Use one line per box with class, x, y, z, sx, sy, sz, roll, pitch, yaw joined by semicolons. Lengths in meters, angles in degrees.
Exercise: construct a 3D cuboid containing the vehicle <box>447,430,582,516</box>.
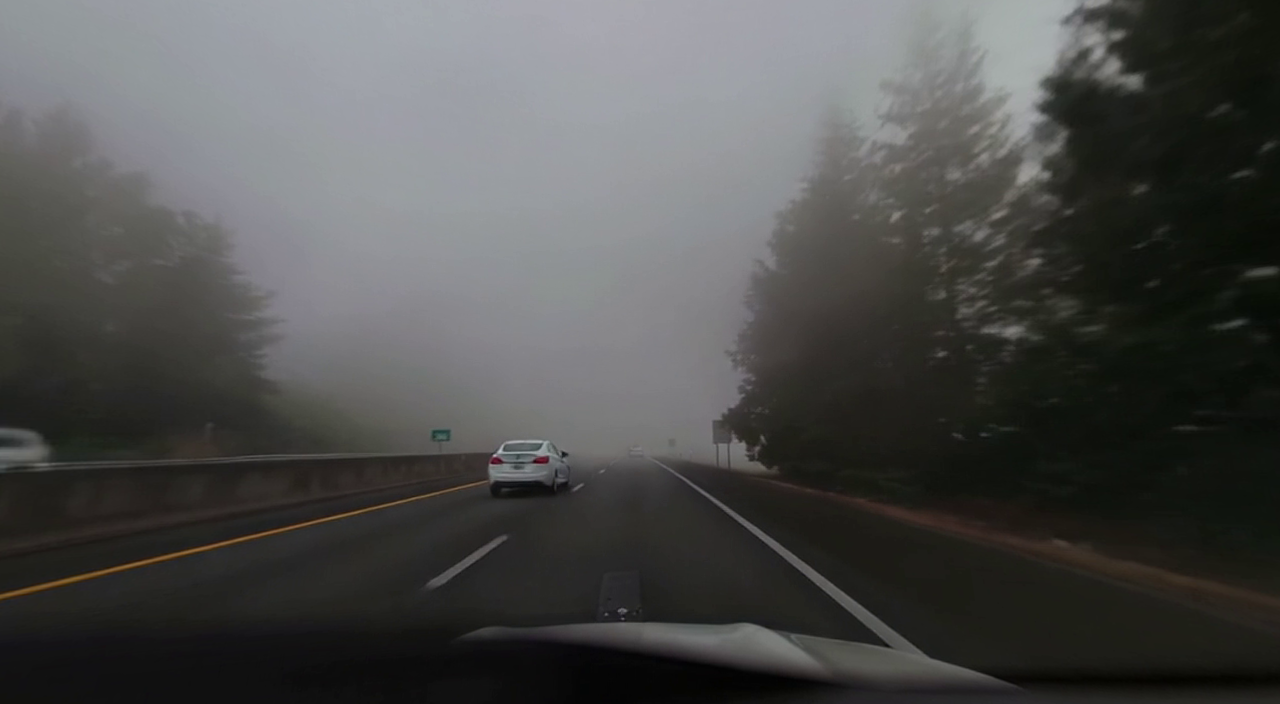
vehicle;-2.714;2.737;14.870;2.135;1.686;4.517;0;-8;2
